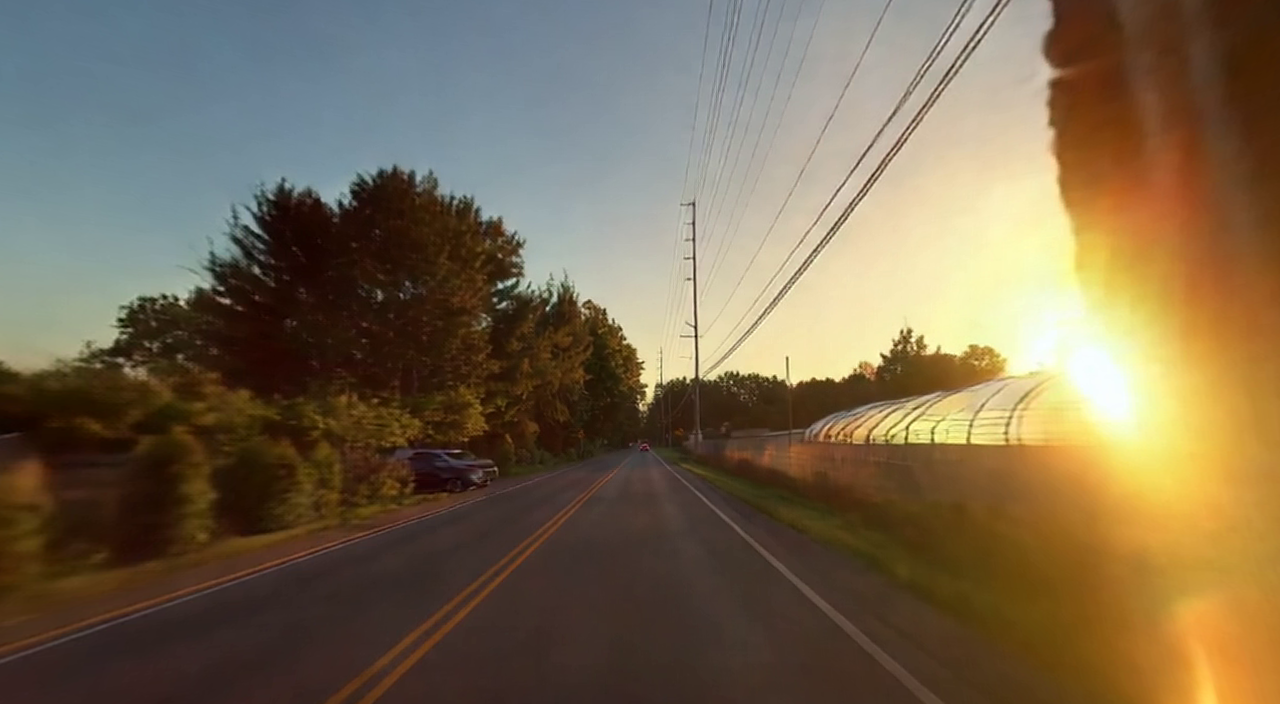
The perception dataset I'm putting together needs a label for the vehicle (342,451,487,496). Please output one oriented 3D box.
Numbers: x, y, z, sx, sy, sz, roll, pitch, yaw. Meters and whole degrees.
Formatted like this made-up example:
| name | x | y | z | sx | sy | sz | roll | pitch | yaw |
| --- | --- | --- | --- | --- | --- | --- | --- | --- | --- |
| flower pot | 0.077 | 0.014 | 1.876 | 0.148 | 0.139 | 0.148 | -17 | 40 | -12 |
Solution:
| name | x | y | z | sx | sy | sz | roll | pitch | yaw |
| --- | --- | --- | --- | --- | --- | --- | --- | --- | --- |
| vehicle | -8.139 | 4.415 | 23.108 | 4.525 | 1.499 | 1.934 | -1 | -8 | 1 |
